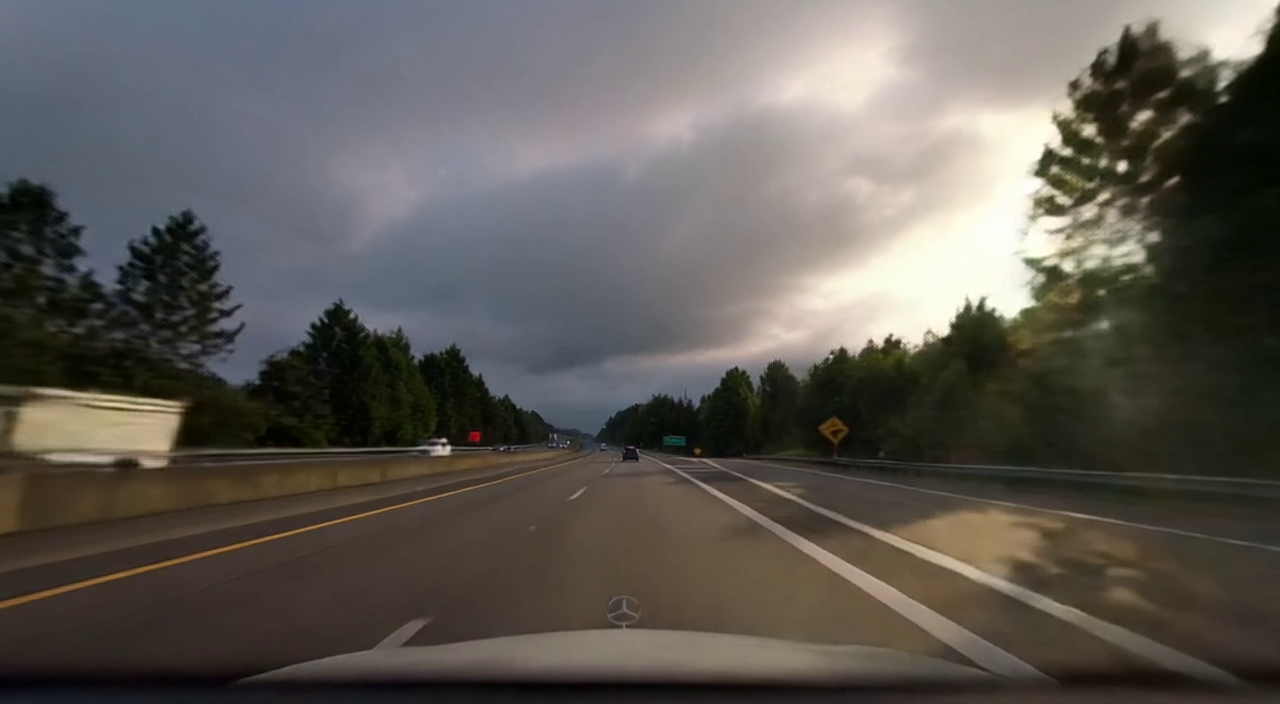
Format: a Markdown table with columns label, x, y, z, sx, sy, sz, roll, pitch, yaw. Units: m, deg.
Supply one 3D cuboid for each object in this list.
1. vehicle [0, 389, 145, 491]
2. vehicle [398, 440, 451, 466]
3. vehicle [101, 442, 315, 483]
| label | x | y | z | sx | sy | sz | roll | pitch | yaw |
| --- | --- | --- | --- | --- | --- | --- | --- | --- | --- |
| vehicle | -16.822 | 2.272 | 16.195 | 2.404 | 2.444 | 7.112 | 0 | -9 | 0 |
| vehicle | -13.037 | 6.142 | 38.406 | 1.849 | 1.471 | 3.999 | 0 | -9 | -1 |
| vehicle | -16.916 | 4.397 | 25.762 | 2.583 | 1.363 | 8.841 | 0 | -9 | 0 |
